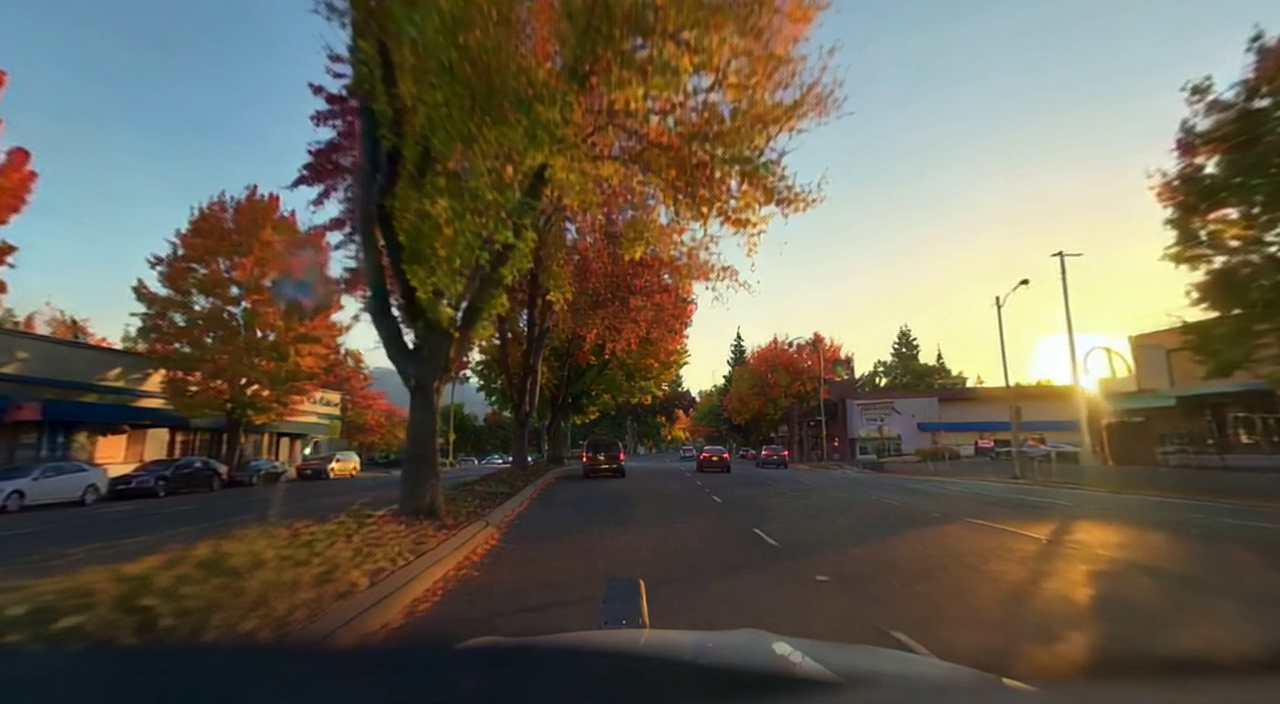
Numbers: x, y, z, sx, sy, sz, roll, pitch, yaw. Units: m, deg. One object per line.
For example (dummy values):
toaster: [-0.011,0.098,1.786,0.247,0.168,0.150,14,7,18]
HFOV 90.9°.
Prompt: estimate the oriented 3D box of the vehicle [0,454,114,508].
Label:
vehicle: [-19.228,3.934,19.514,1.985,1.463,4.603,0,-8,-1]

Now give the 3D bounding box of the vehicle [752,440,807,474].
vehicle: [7.784,5.897,35.657,2.040,1.738,4.414,0,-8,0]

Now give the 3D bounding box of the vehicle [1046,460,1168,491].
vehicle: [28.035,7.409,38.001,5.680,1.772,2.071,0,-8,-2]

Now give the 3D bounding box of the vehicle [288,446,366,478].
vehicle: [-18.894,6.611,38.374,1.914,1.785,5.408,0,-8,1]

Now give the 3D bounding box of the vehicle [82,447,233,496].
vehicle: [-19.127,4.696,25.377,2.137,1.723,4.850,0,-8,1]

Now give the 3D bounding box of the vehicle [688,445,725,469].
vehicle: [4.222,6.721,40.650,1.886,1.464,4.290,0,-8,0]

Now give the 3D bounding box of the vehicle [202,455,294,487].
vehicle: [-18.874,5.733,30.620,1.737,1.349,4.014,0,-8,3]

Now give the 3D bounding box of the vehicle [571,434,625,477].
vehicle: [-1.981,4.831,29.738,2.344,1.863,4.665,1,-8,-4]
